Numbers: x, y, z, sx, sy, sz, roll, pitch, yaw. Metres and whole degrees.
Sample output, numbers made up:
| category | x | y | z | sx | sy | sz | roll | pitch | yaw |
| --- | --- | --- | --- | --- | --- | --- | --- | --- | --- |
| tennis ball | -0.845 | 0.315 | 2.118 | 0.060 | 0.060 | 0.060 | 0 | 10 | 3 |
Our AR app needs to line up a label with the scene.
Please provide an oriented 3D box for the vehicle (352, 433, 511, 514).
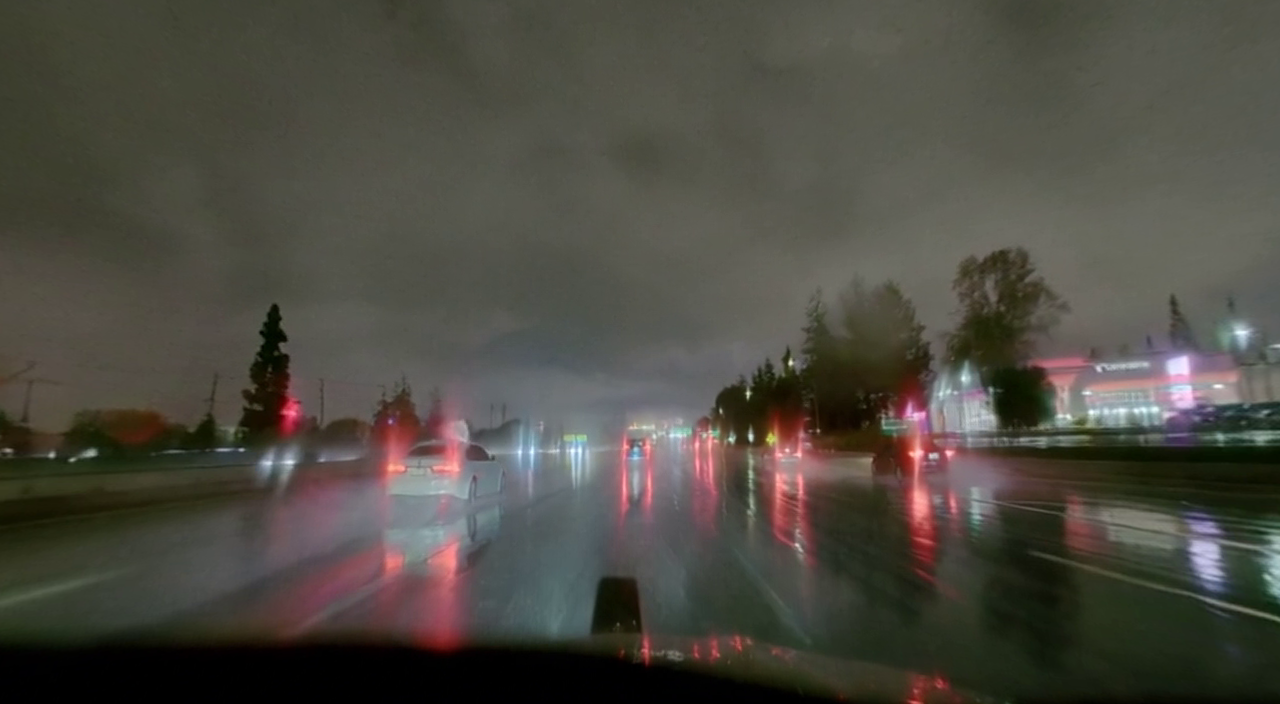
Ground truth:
| category | x | y | z | sx | sy | sz | roll | pitch | yaw |
| --- | --- | --- | --- | --- | --- | --- | --- | --- | --- |
| vehicle | -4.337 | 2.596 | 14.028 | 1.907 | 1.483 | 4.562 | -1 | -8 | 1 |

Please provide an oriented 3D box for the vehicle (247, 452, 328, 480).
| category | x | y | z | sx | sy | sz | roll | pitch | yaw |
| --- | --- | --- | --- | --- | --- | --- | --- | --- | --- |
| vehicle | -21.100 | 6.801 | 38.035 | 1.963 | 1.502 | 4.795 | -1 | -9 | 2 |

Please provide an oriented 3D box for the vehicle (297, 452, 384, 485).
| category | x | y | z | sx | sy | sz | roll | pitch | yaw |
| --- | --- | --- | --- | --- | --- | --- | --- | --- | --- |
| vehicle | -14.381 | 5.596 | 30.613 | 1.879 | 1.407 | 4.491 | -1 | -9 | 2 |

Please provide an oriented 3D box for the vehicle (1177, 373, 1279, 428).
| category | x | y | z | sx | sy | sz | roll | pitch | yaw |
| --- | --- | --- | --- | --- | --- | --- | --- | --- | --- |
| vehicle | 21.096 | 1.821 | 22.473 | 4.234 | 1.657 | 2.021 | 6 | -11 | -38 |

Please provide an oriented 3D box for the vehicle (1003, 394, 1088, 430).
| category | x | y | z | sx | sy | sz | roll | pitch | yaw |
| --- | --- | --- | --- | --- | --- | --- | --- | --- | --- |
| vehicle | 20.343 | 3.066 | 31.682 | 4.097 | 1.641 | 2.017 | 5 | -10 | -34 |

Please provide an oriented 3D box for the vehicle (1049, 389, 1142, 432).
| category | x | y | z | sx | sy | sz | roll | pitch | yaw |
| --- | --- | --- | --- | --- | --- | --- | --- | --- | --- |
| vehicle | 21.215 | 2.786 | 29.391 | 4.166 | 1.829 | 2.026 | 5 | -9 | -33 |

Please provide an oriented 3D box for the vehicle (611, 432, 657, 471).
| category | x | y | z | sx | sy | sz | roll | pitch | yaw |
| --- | --- | --- | --- | --- | --- | --- | --- | --- | --- |
| vehicle | -0.225 | 5.216 | 33.281 | 2.155 | 1.856 | 4.796 | -1 | -9 | 3 |

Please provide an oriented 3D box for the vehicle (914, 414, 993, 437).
| category | x | y | z | sx | sy | sz | roll | pitch | yaw |
| --- | --- | --- | --- | --- | --- | --- | --- | --- | --- |
| vehicle | 21.804 | 5.175 | 44.055 | 4.487 | 1.477 | 1.804 | -1 | -9 | 7 |

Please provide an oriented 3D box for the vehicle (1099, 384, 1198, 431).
| category | x | y | z | sx | sy | sz | roll | pitch | yaw |
| --- | --- | --- | --- | --- | --- | --- | --- | --- | --- |
| vehicle | 21.123 | 2.364 | 26.213 | 4.392 | 1.717 | 2.017 | 6 | -11 | -37 |
